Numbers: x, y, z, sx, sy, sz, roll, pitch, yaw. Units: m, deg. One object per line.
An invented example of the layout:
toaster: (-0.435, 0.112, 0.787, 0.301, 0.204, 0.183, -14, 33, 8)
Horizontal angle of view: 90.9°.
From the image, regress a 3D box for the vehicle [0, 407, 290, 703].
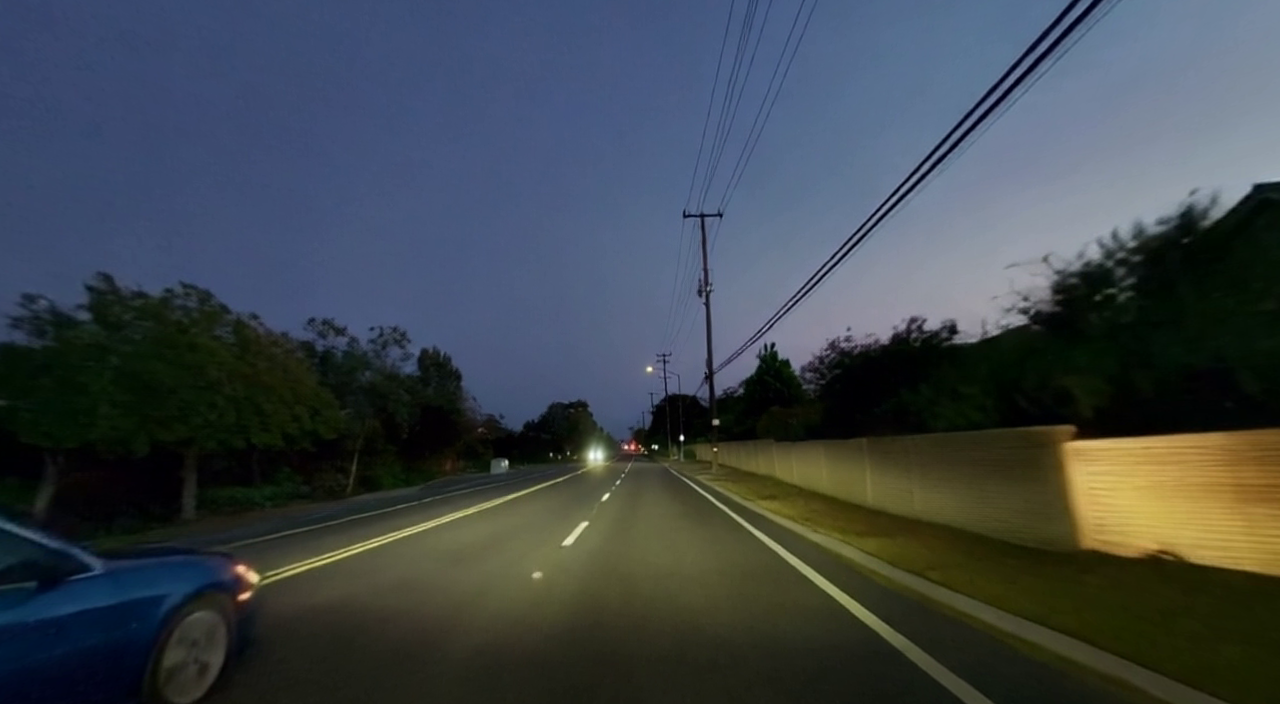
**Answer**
vehicle: (-3.338, 0.825, 1.421, 2.085, 1.512, 5.023, 0, -10, 2)
